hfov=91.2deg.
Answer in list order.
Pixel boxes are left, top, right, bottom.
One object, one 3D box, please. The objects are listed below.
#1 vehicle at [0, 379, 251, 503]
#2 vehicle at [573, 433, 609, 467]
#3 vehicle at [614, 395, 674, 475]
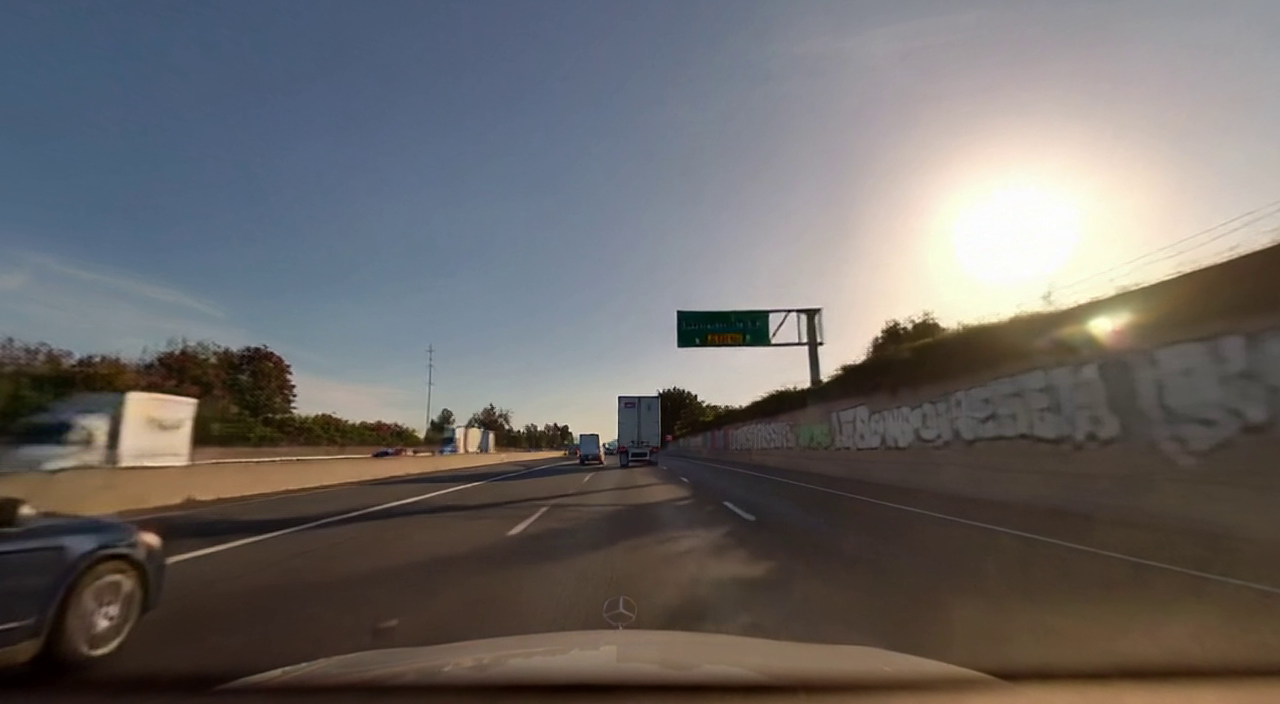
[{"bbox_3d":[-19.010,3.369,23.370,2.929,3.679,9.326,0,-9,0],"label":"vehicle"},{"bbox_3d":[-3.648,7.507,48.041,2.278,2.369,5.249,0,-9,1],"label":"vehicle"},{"bbox_3d":[0.071,5.011,37.138,3.042,4.023,10.832,0,-9,-1],"label":"vehicle"}]
